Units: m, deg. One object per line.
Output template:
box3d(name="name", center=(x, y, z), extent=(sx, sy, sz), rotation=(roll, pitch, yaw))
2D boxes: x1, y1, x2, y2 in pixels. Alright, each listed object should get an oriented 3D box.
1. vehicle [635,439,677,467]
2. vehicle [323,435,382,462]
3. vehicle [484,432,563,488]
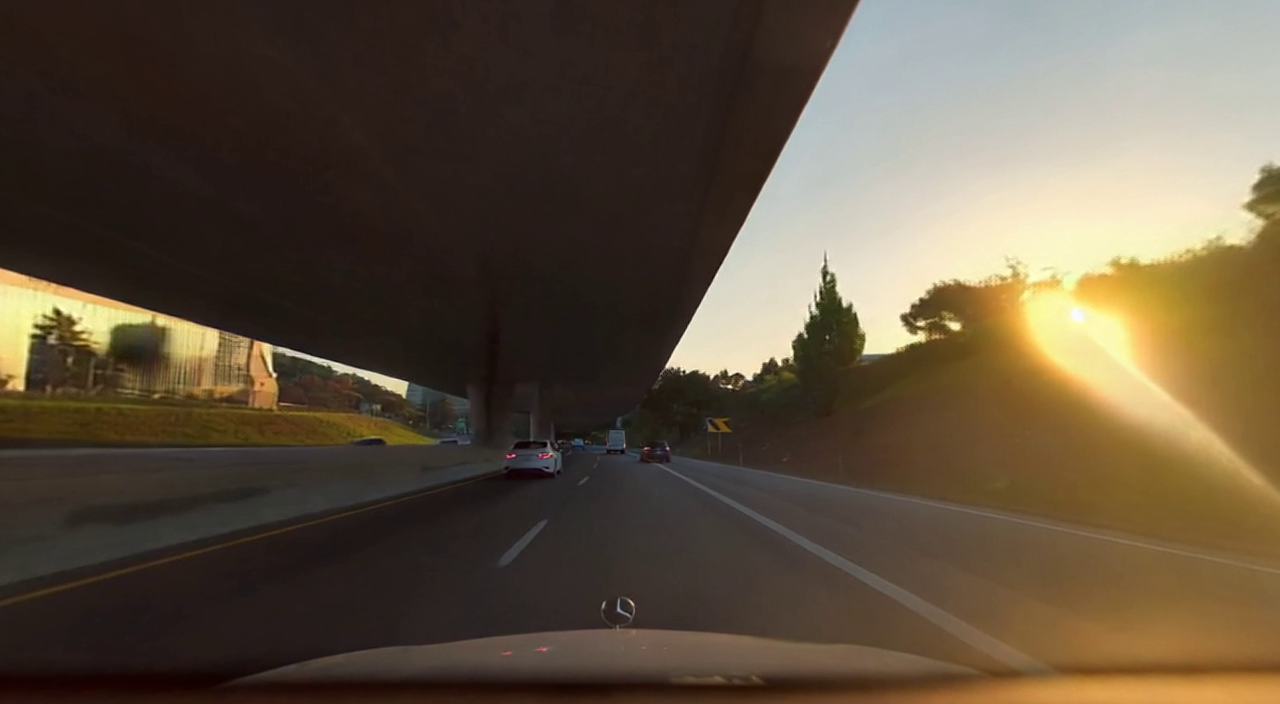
box3d(name="vehicle", center=(0.912, 6.171, 38.723), extent=(2.078, 1.608, 3.982), rotation=(0, -8, -6))
box3d(name="vehicle", center=(-18.017, 6.057, 39.663), extent=(1.982, 1.612, 4.185), rotation=(0, -8, -4))
box3d(name="vehicle", center=(-3.935, 3.720, 22.107), extent=(2.080, 1.733, 4.410), rotation=(0, -8, -2))
